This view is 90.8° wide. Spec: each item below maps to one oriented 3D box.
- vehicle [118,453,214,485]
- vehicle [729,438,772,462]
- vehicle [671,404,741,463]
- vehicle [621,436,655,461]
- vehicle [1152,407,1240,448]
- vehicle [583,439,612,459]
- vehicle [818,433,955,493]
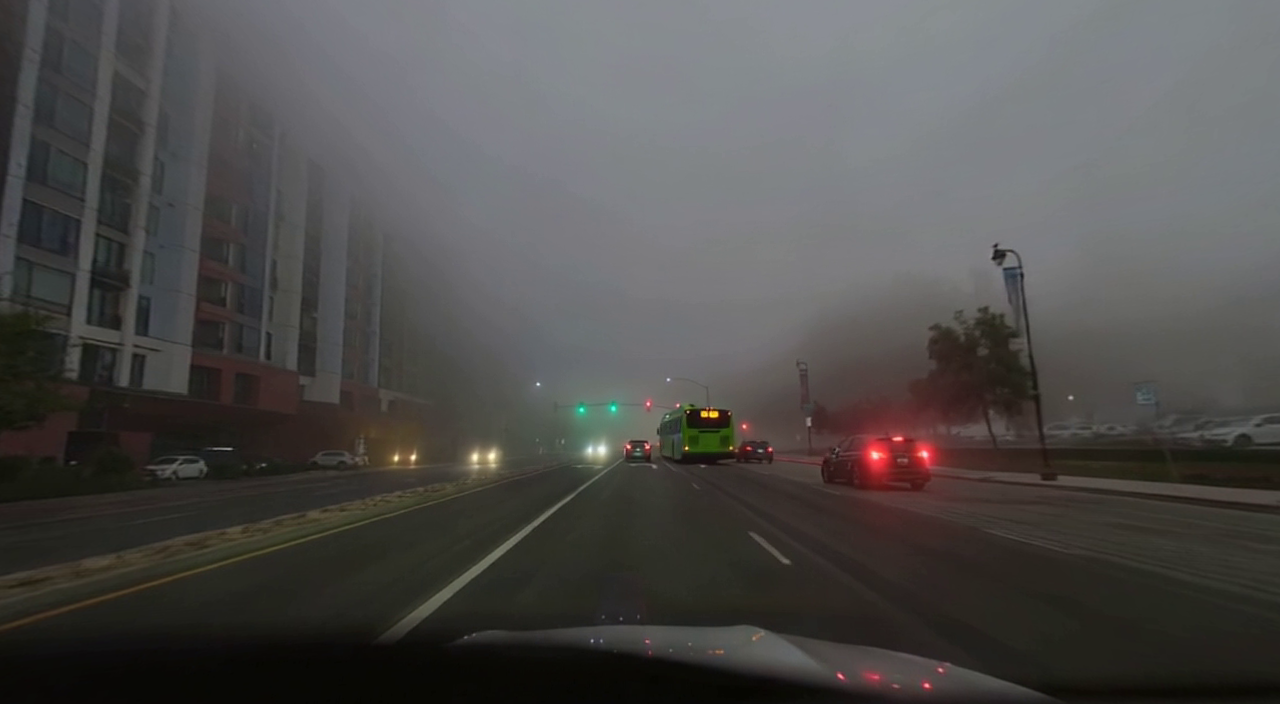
[{"bbox_3d":[-29.079,7.145,38.984,2.039,1.777,5.029,0,-9,0],"label":"vehicle"},{"bbox_3d":[7.187,6.385,41.416,1.886,1.474,4.495,0,-9,-2],"label":"vehicle"},{"bbox_3d":[4.001,5.343,40.667,2.760,3.325,9.045,1,-9,-5],"label":"vehicle"},{"bbox_3d":[-0.116,6.454,42.170,2.145,1.572,4.021,0,-9,0],"label":"vehicle"},{"bbox_3d":[42.937,5.918,48.958,2.477,2.965,4.646,0,-9,1],"label":"vehicle"},{"bbox_3d":[-3.308,7.625,49.674,1.990,1.480,3.941,0,-9,-1],"label":"vehicle"},{"bbox_3d":[6.679,3.051,17.737,1.992,1.447,4.414,0,-9,-1],"label":"vehicle"}]
